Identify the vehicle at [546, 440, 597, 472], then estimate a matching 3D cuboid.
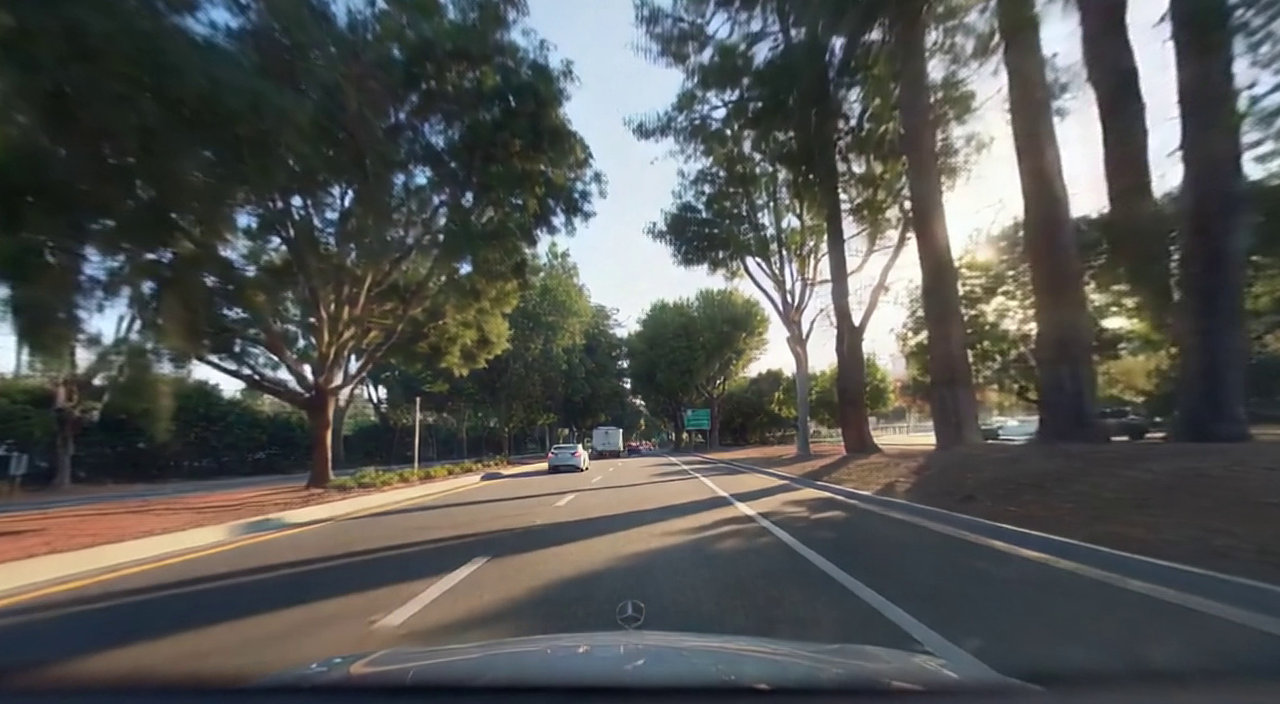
[{"bbox_3d":[-3.391,5.212,31.882,2.005,1.462,4.345,0,-8,1],"label":"vehicle"}]
